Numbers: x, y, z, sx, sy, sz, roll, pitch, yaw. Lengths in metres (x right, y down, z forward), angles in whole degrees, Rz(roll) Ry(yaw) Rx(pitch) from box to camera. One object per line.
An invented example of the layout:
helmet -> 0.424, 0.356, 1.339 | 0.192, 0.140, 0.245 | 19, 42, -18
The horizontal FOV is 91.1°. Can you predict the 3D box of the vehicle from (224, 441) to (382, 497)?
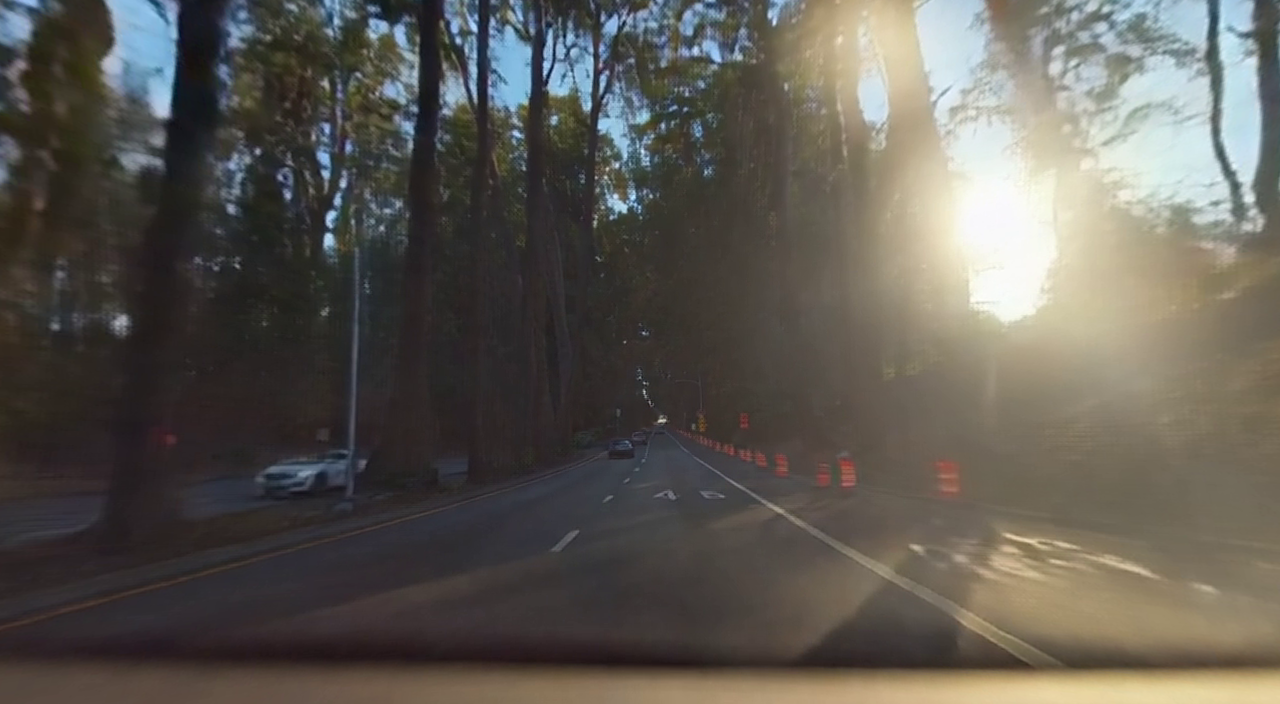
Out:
vehicle -> -9.900, 3.452, 18.990 | 1.953, 1.471, 4.670 | -1, -8, 4
